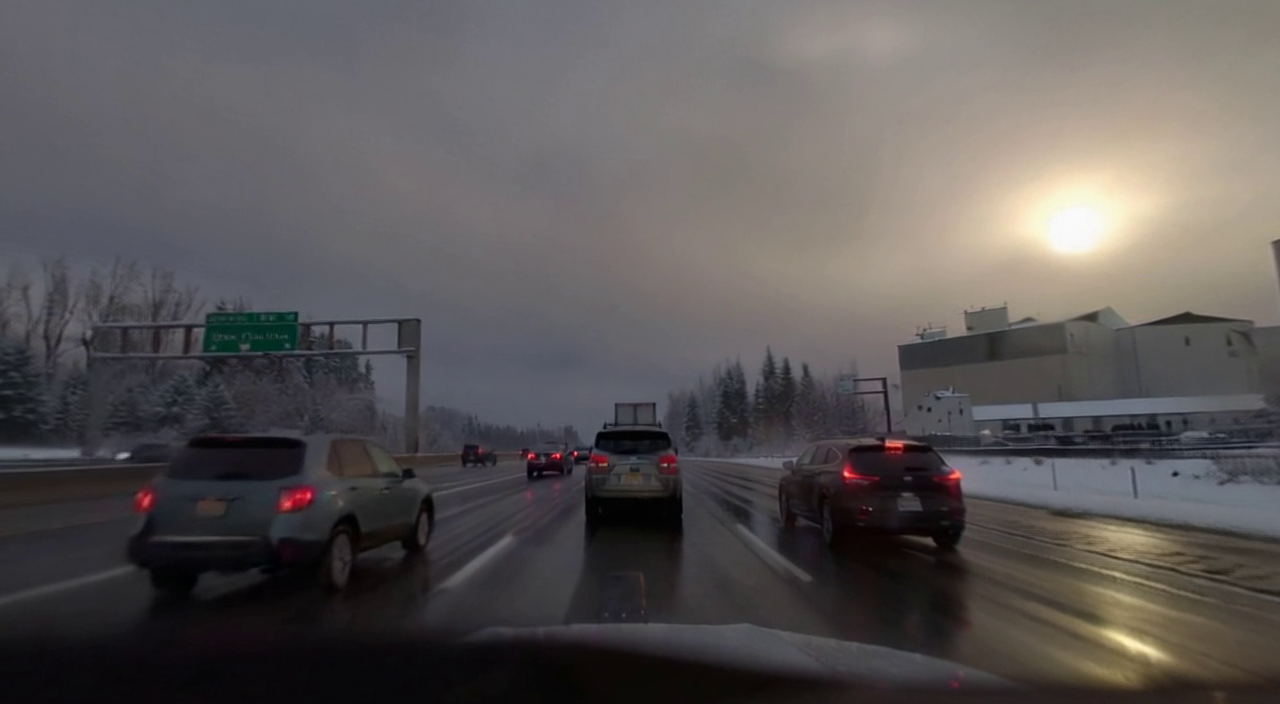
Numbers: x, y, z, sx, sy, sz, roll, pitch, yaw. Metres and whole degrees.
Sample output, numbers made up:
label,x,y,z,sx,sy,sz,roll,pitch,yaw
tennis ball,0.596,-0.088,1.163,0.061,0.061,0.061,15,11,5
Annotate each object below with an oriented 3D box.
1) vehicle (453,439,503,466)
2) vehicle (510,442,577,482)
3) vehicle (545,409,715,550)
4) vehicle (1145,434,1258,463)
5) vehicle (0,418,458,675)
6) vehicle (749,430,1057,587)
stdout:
label,x,y,z,sx,sy,sz,roll,pitch,yaw
vehicle,-10.912,6.827,42.840,2.129,1.720,4.547,0,-9,1
vehicle,-3.770,4.369,25.277,2.005,1.458,4.143,0,-9,0
vehicle,-0.142,1.919,10.077,2.152,1.779,3.924,0,-9,0
vehicle,31.842,5.513,35.940,1.805,1.536,4.325,3,-9,-18
vehicle,-3.471,1.463,5.944,2.132,1.464,4.481,0,-9,1
vehicle,2.916,1.838,8.330,2.018,1.470,4.491,0,-9,-2
